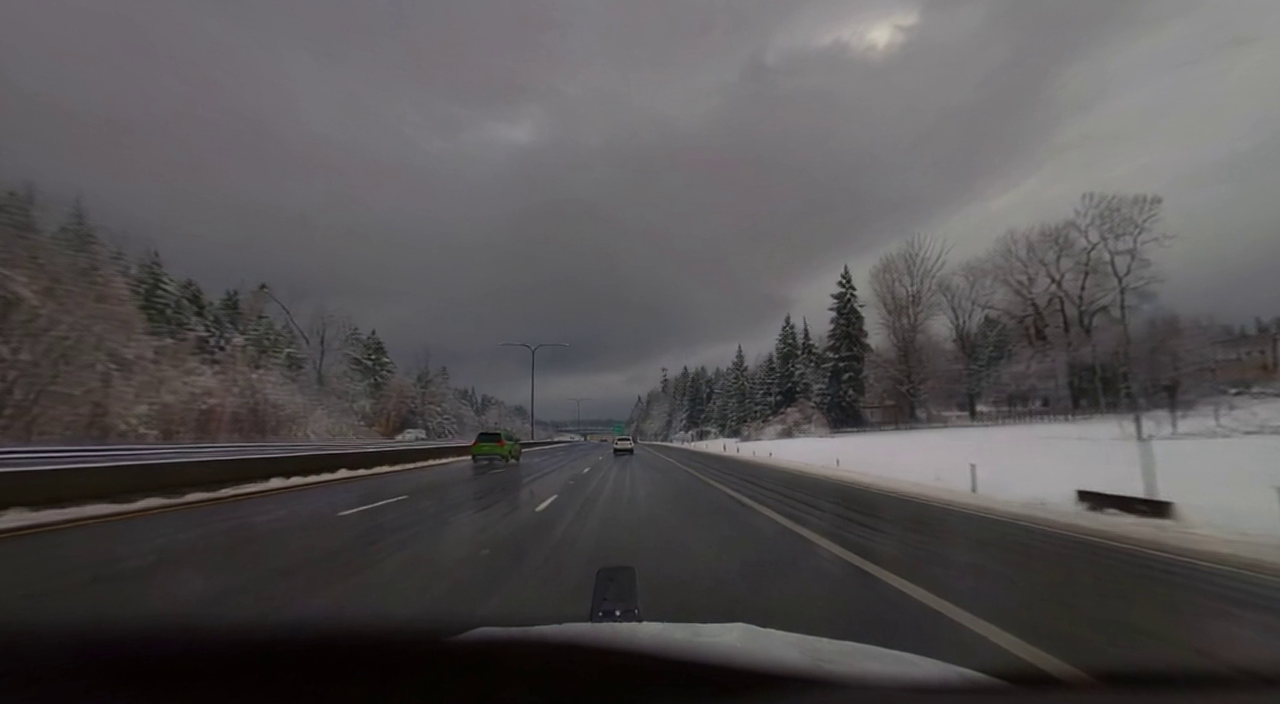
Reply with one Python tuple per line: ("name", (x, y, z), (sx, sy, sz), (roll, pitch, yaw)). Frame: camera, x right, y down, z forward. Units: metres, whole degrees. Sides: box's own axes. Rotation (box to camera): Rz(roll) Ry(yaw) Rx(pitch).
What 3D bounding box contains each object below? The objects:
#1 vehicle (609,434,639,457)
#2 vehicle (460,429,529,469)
("vehicle", (-1.089, 6.527, 44.085), (2.010, 1.534, 4.013), (0, -8, -1))
("vehicle", (-6.588, 4.430, 28.990), (2.111, 1.689, 4.505), (0, -8, 0))
